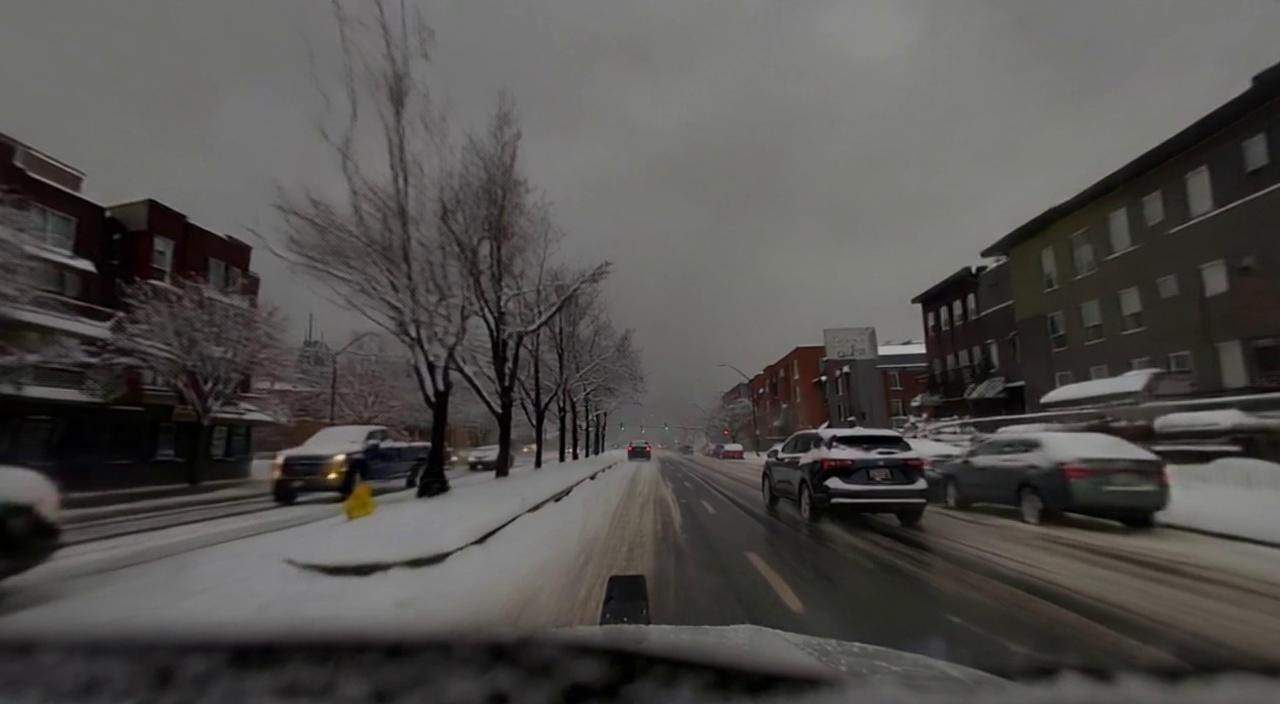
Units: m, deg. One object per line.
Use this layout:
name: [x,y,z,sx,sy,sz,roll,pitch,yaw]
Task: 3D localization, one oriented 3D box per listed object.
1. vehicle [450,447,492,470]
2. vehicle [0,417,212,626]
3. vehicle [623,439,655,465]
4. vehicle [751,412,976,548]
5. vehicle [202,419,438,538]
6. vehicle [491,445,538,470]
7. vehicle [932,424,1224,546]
vehicle: [-11.615,7.321,43.511,1.779,1.495,3.766,0,-8,2]
vehicle: [-5.657,1.225,4.349,2.012,1.501,4.626,-2,-7,3]
vehicle: [-0.045,7.256,45.833,2.244,1.813,4.129,0,-8,1]
vehicle: [3.320,2.004,10.546,2.071,1.747,4.549,0,-8,0]
vehicle: [-5.685,2.255,12.098,2.034,1.771,4.795,-1,-7,0]
vehicle: [-7.778,6.565,39.393,1.931,1.491,4.026,0,-8,2]
vehicle: [7.264,2.217,11.259,2.022,1.714,4.550,0,-8,2]
